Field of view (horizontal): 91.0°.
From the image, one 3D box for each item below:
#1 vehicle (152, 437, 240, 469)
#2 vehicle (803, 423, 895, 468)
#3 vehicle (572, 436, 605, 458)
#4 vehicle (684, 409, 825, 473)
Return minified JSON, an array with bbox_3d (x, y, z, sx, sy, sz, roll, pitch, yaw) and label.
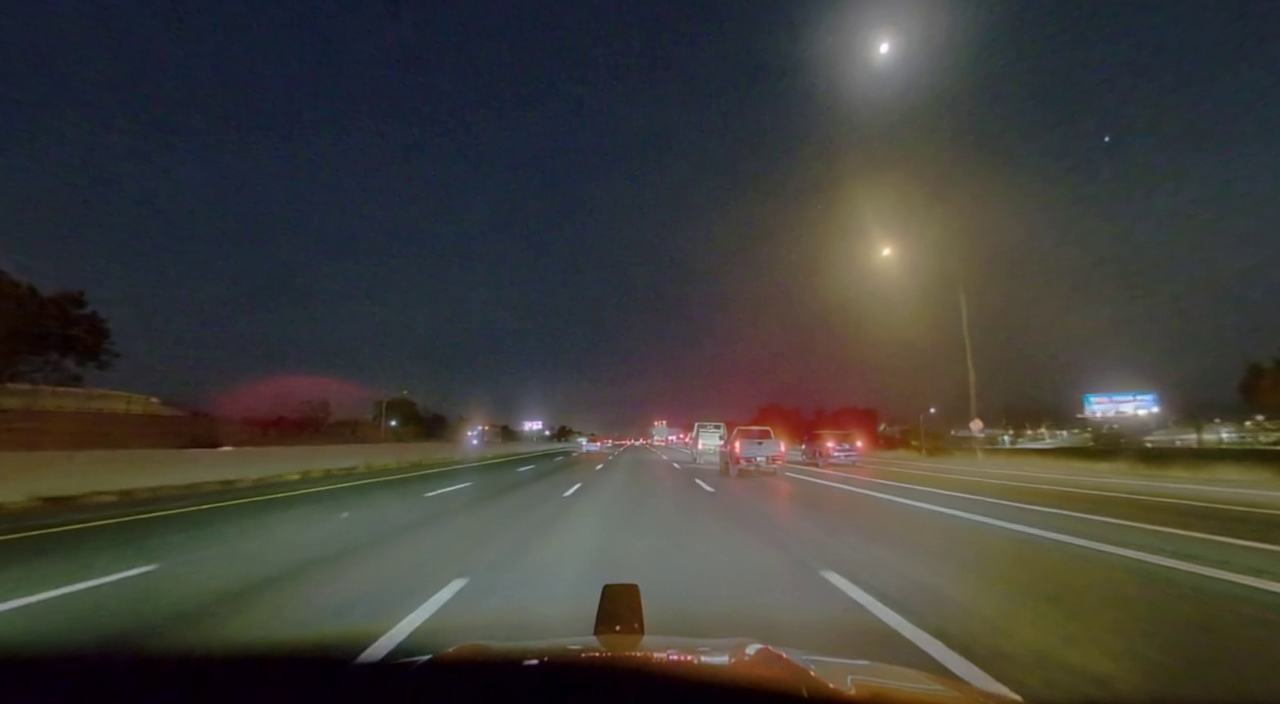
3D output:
[{"bbox_3d":[-21.172,4.831,30.183,1.642,1.401,3.479,-1,-8,1],"label":"vehicle"},{"bbox_3d":[9.451,4.303,29.008,2.184,1.873,5.466,0,-8,-2],"label":"vehicle"},{"bbox_3d":[-3.748,7.008,46.497,2.066,1.500,4.415,0,-8,0],"label":"vehicle"},{"bbox_3d":[4.123,3.860,26.955,3.042,2.004,14.051,0,-8,-2],"label":"vehicle"}]
